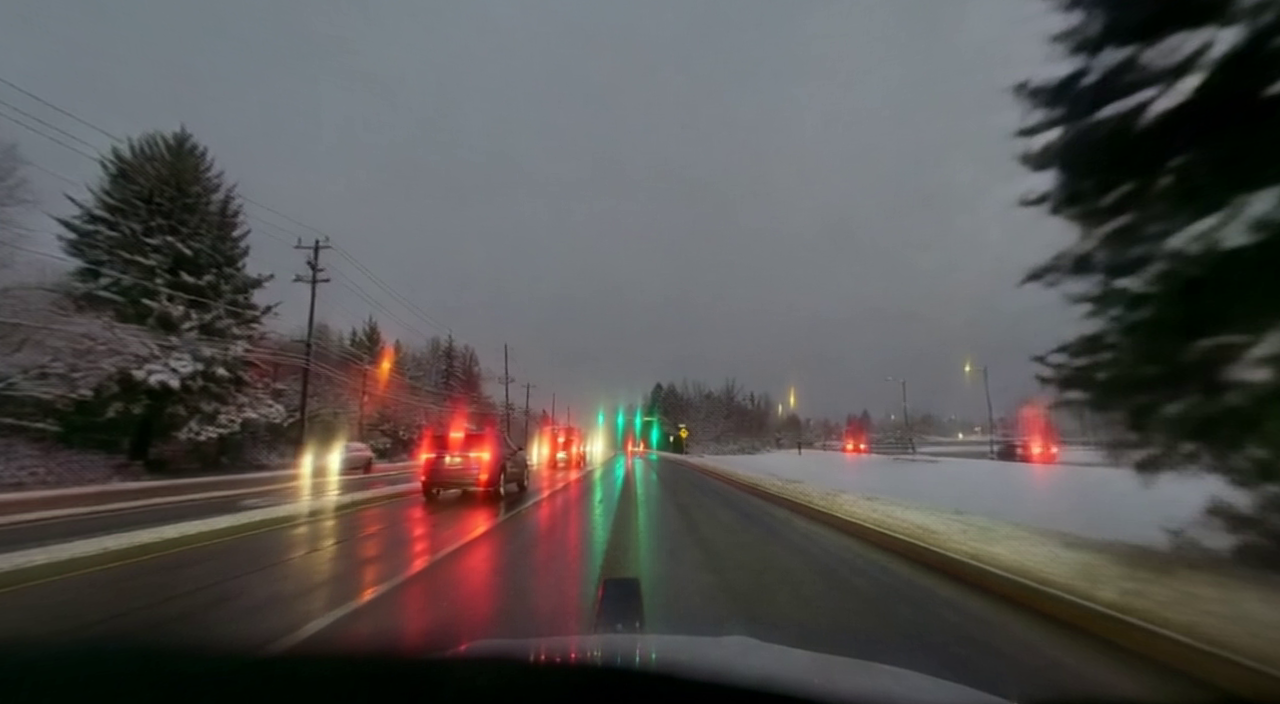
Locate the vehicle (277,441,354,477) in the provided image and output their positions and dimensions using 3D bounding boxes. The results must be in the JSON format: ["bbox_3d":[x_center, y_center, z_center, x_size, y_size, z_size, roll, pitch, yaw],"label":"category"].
[{"bbox_3d":[-17.314,5.698,33.976,1.928,1.618,4.377,1,-6,-2],"label":"vehicle"}]

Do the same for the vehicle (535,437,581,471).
[{"bbox_3d":[-4.364,5.454,34.073,2.041,1.698,4.094,0,-8,-2],"label":"vehicle"}]

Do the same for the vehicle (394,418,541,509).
[{"bbox_3d":[-3.848,2.592,15.104,2.189,1.807,4.467,0,-8,1],"label":"vehicle"}]
